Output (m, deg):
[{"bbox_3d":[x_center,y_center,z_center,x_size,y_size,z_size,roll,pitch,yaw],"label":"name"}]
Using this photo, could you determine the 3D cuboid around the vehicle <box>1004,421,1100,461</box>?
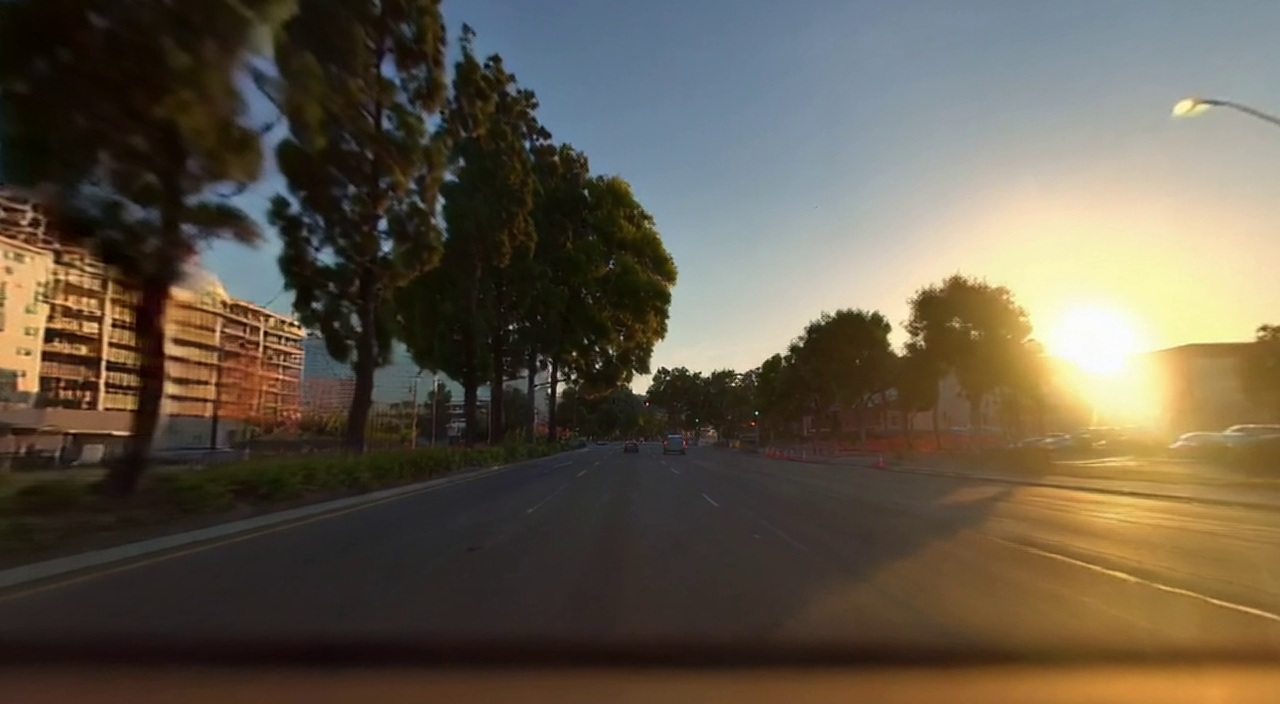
[{"bbox_3d":[20.508,4.406,31.771,2.222,1.742,5.231,0,-7,12],"label":"vehicle"}]

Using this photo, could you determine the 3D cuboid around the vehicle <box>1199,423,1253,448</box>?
[{"bbox_3d":[41.194,5.893,44.494,2.265,1.646,4.432,-6,-10,37],"label":"vehicle"}]
